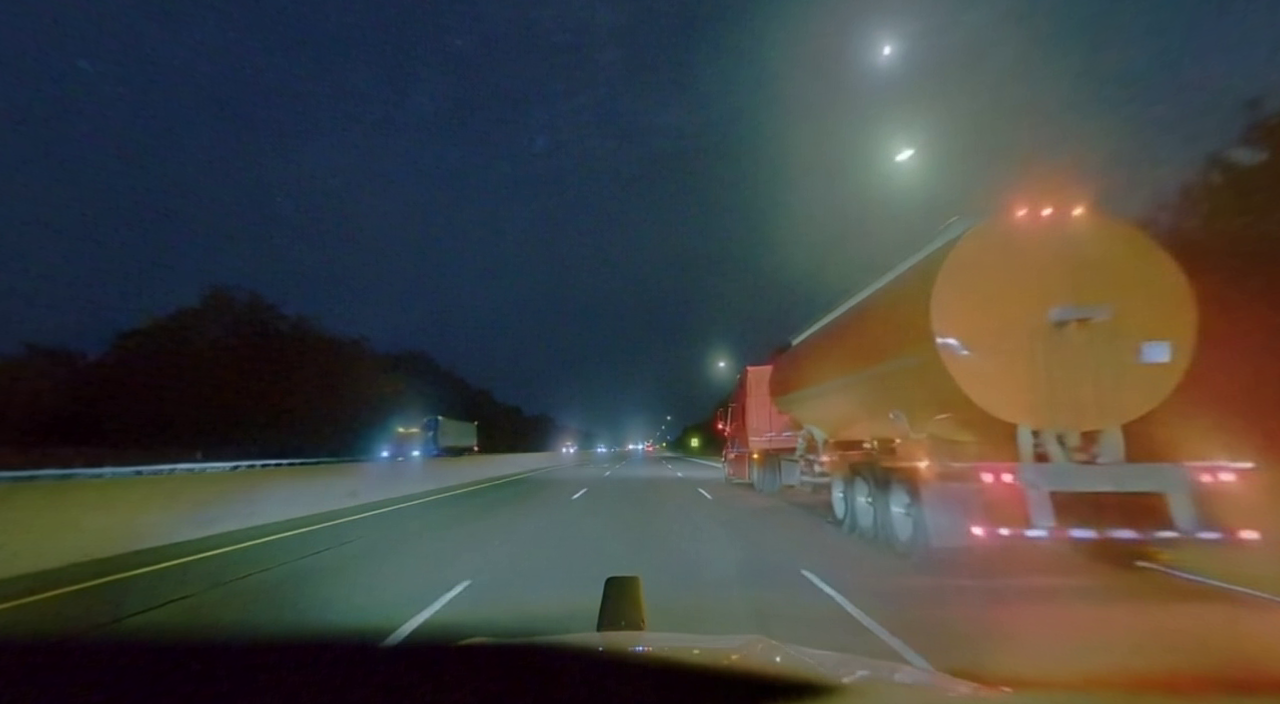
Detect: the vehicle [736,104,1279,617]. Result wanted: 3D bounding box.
[{"bbox_3d":[4.333,0.969,11.741,2.784,4.080,13.516,-2,-9,-1],"label":"vehicle"}]
